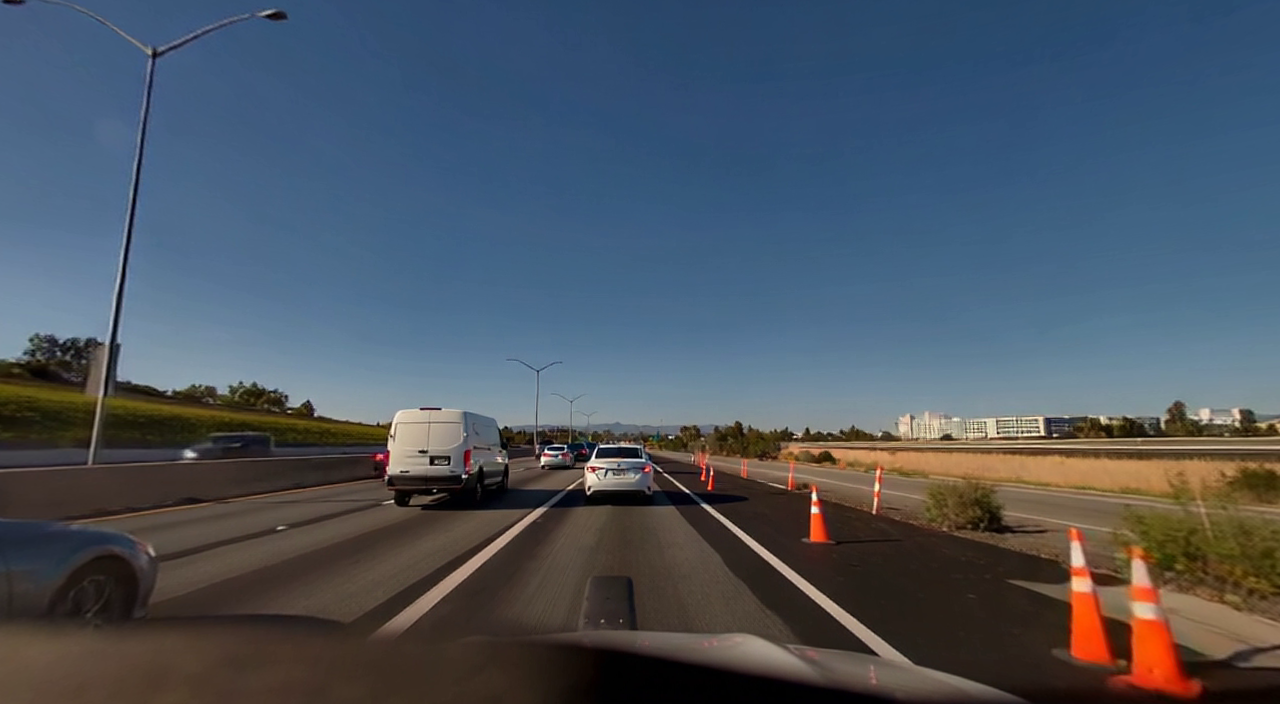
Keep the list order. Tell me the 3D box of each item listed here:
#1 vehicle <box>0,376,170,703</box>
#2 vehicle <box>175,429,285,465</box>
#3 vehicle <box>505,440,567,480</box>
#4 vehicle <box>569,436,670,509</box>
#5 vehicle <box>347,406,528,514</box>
[{"bbox_3d":[-3.987,0.739,1.707,2.041,1.604,4.384,0,-9,0],"label":"vehicle"},{"bbox_3d":[-17.562,4.083,27.364,1.829,1.404,4.536,0,-8,-1],"label":"vehicle"},{"bbox_3d":[-4.126,4.336,25.653,1.824,1.459,4.007,0,-9,1],"label":"vehicle"},{"bbox_3d":[-0.456,2.785,15.009,2.069,1.484,3.918,0,-9,-1],"label":"vehicle"},{"bbox_3d":[-4.301,2.442,14.728,2.324,2.012,5.740,0,-9,0],"label":"vehicle"}]
